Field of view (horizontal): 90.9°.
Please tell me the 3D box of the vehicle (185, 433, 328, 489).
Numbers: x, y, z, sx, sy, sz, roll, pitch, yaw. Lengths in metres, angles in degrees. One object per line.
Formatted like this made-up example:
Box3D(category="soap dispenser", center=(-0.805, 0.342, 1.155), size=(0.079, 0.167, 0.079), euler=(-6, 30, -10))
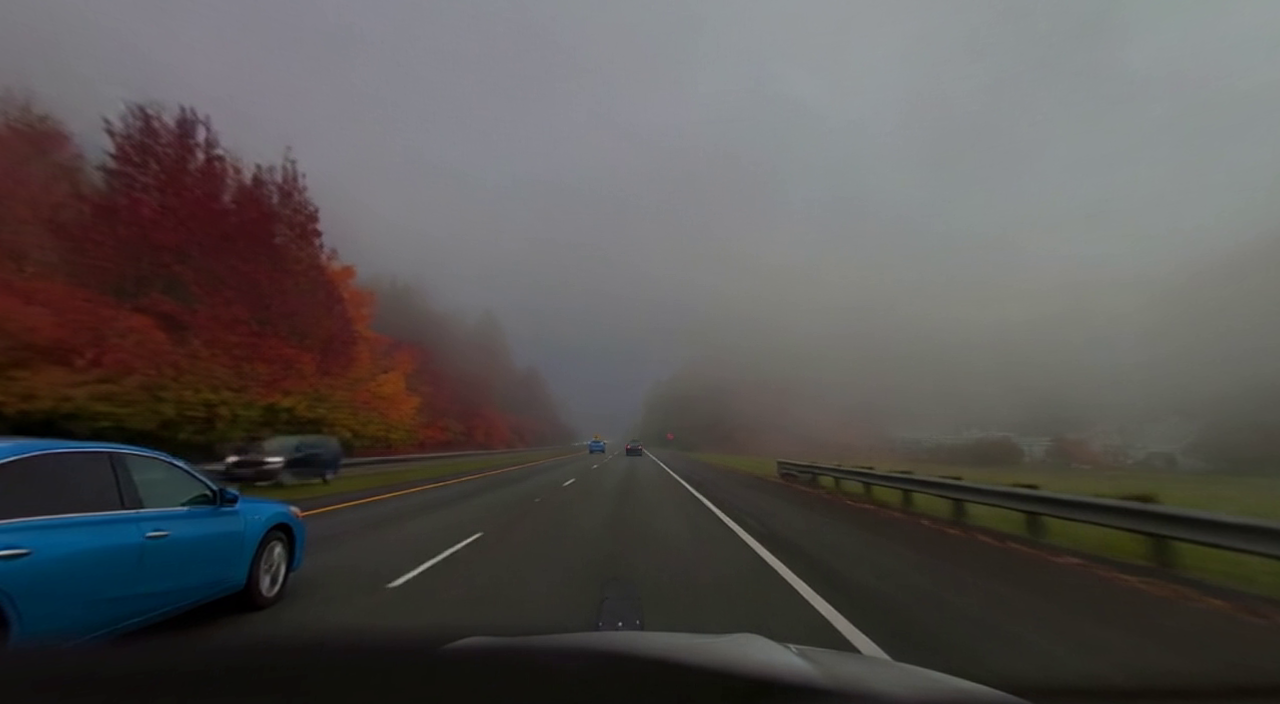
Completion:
Box3D(category="vehicle", center=(-12.142, 3.467, 20.370), size=(1.933, 1.588, 4.305), euler=(0, -8, -1))
